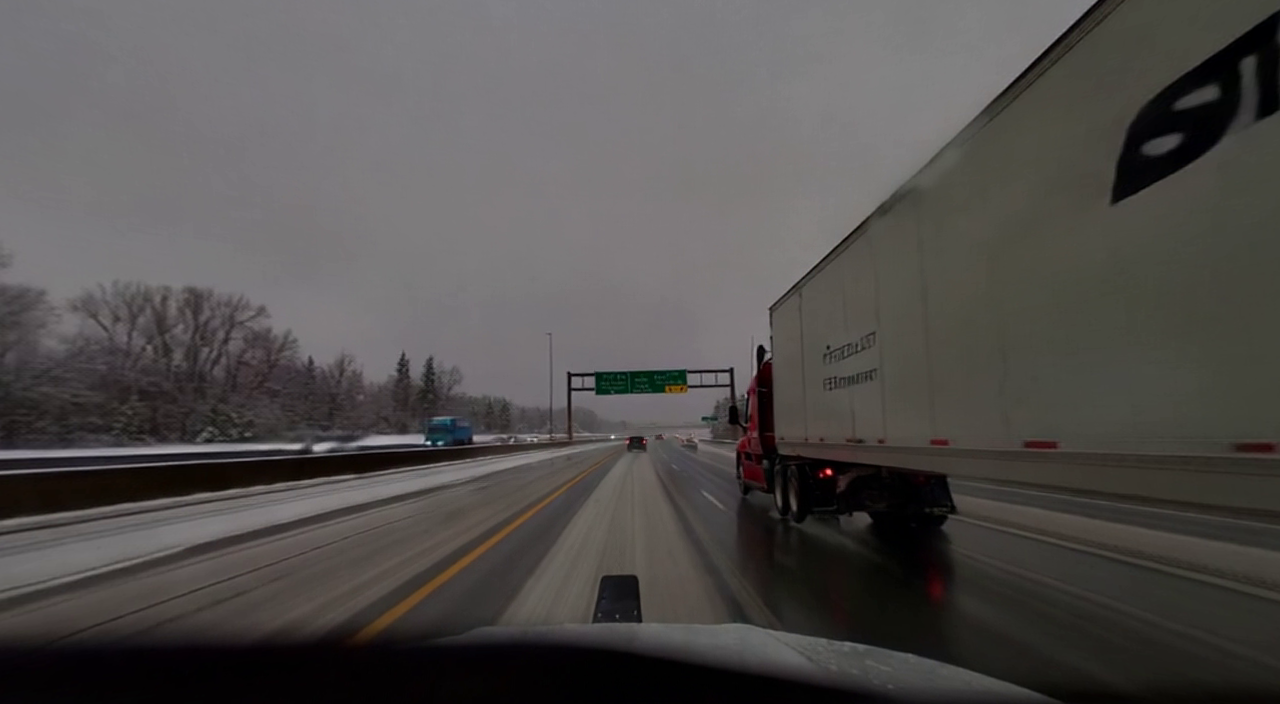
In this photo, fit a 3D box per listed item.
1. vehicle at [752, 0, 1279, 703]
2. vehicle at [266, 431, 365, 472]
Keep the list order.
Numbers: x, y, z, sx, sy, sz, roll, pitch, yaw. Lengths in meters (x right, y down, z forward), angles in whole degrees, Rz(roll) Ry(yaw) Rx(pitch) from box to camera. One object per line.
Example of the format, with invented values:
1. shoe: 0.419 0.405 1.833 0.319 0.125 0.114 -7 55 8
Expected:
1. vehicle: 3.664 -0.217 3.810 2.976 4.077 14.571 0 -8 -1
2. vehicle: -14.448 4.437 28.404 1.883 1.651 4.896 0 -8 0
